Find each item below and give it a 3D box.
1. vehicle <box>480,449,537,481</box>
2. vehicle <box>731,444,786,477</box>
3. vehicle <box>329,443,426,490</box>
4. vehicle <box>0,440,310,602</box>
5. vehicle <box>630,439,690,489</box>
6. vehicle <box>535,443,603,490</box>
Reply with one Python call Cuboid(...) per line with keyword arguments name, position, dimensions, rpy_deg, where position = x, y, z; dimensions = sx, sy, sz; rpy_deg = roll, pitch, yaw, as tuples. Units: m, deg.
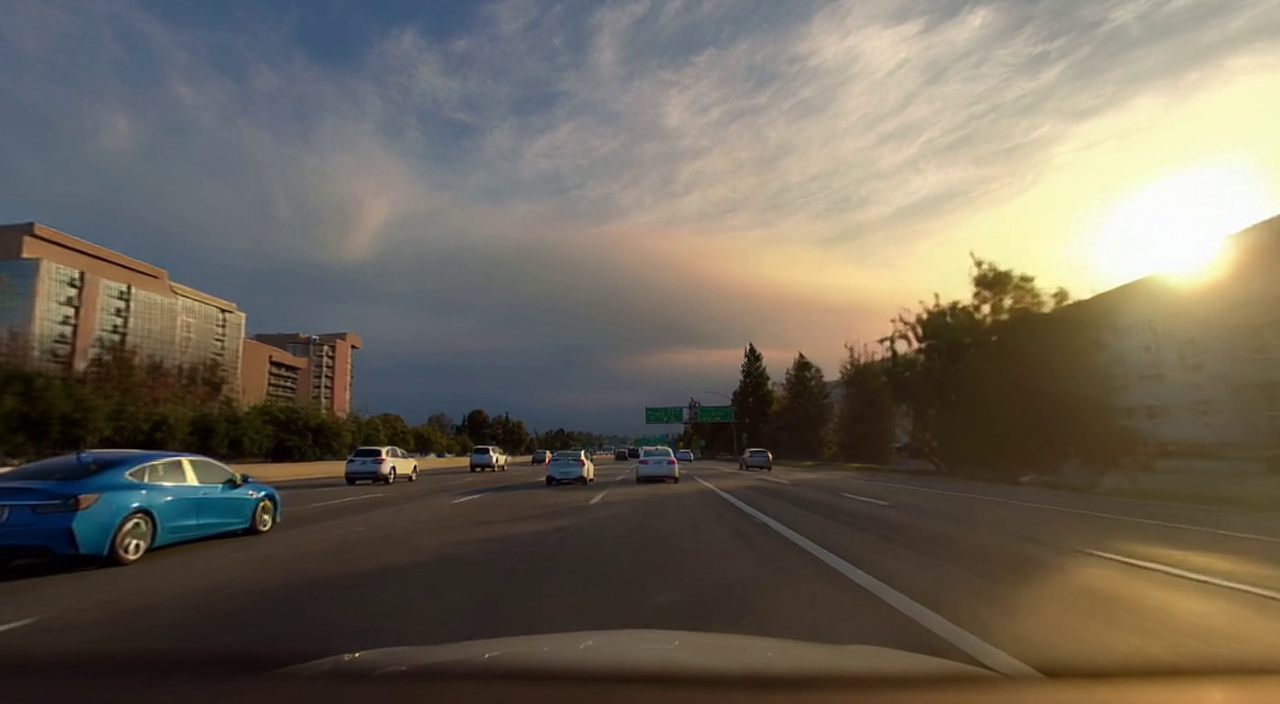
Cuboid(name="vehicle", position=(-6.446, 5.560, 31.344), dimensions=(1.886, 1.455, 4.148), rpy_deg=(-1, -8, 1))
Cuboid(name="vehicle", position=(6.733, 6.180, 36.418), dimensions=(2.071, 1.754, 4.484), rpy_deg=(0, -8, -3))
Cuboid(name="vehicle", position=(-10.370, 4.511, 25.355), dimensions=(1.947, 1.683, 4.331), rpy_deg=(-1, -8, 1))
Cuboid(name="vehicle", position=(-6.650, 1.904, 8.210), dimensions=(2.116, 1.473, 4.644), rpy_deg=(-1, -8, 1))
Cuboid(name="vehicle", position=(0.731, 4.239, 24.284), dimensions=(2.114, 1.715, 4.136), rpy_deg=(-1, -8, 1))
Cuboid(name="vehicle", position=(-2.652, 4.381, 24.606), dimensions=(2.102, 1.624, 4.257), rpy_deg=(-1, -8, 1))
